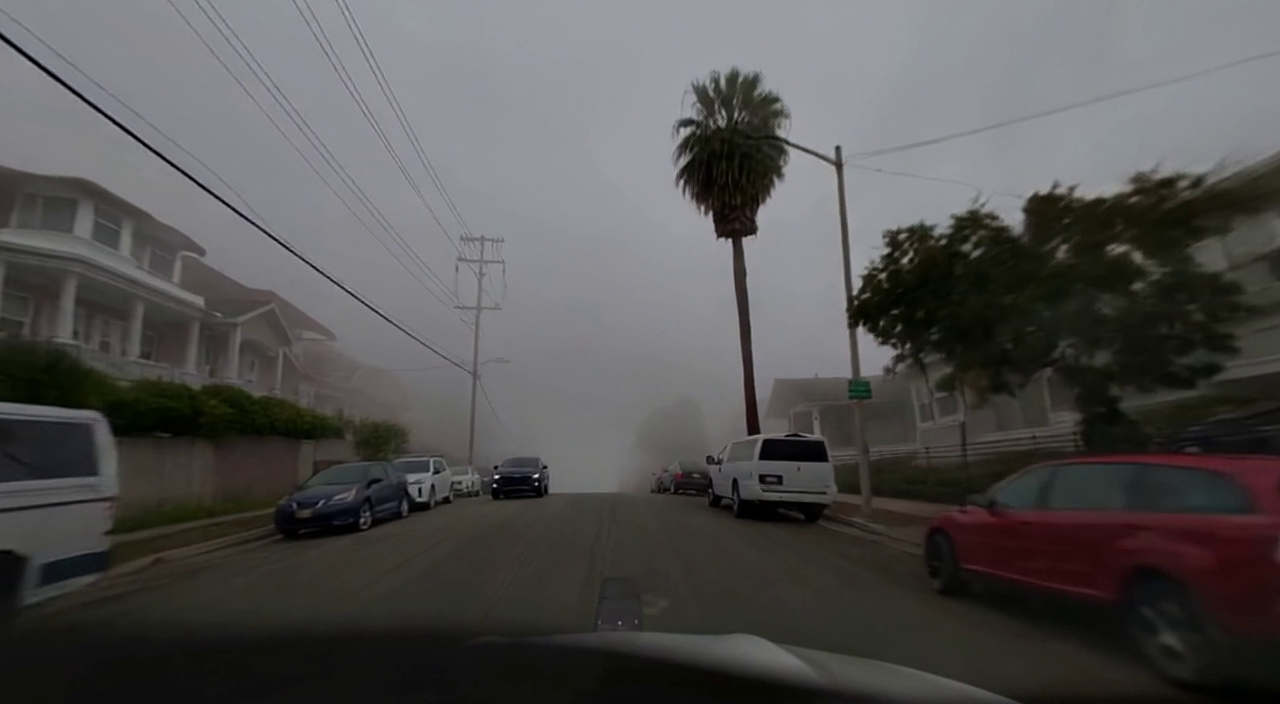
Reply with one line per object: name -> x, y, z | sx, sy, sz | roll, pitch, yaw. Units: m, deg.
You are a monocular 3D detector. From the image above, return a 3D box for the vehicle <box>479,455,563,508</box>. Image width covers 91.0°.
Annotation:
vehicle -> -3.832, 4.259, 21.125 | 2.060, 1.483, 4.574 | 0, -8, -2

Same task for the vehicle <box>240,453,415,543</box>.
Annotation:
vehicle -> -6.360, 2.945, 13.474 | 1.889, 1.499, 4.468 | 1, -8, -7

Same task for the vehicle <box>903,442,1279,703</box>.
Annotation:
vehicle -> 3.994, 1.389, 4.448 | 1.912, 1.477, 4.691 | 1, -8, -5

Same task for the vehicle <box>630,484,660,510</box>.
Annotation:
vehicle -> 0.283, 10.094, 44.036 | 1.756, 1.455, 3.965 | 0, -8, -4

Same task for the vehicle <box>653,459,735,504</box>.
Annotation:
vehicle -> 1.979, 5.002, 24.728 | 2.212, 1.476, 4.678 | 1, -8, -8

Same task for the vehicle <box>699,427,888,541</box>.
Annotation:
vehicle -> 3.049, 2.801, 14.346 | 2.358, 2.008, 5.957 | 1, -8, -5

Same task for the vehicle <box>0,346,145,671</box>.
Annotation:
vehicle -> -5.299, 0.819, 2.619 | 2.348, 2.144, 5.481 | 1, -8, -5
